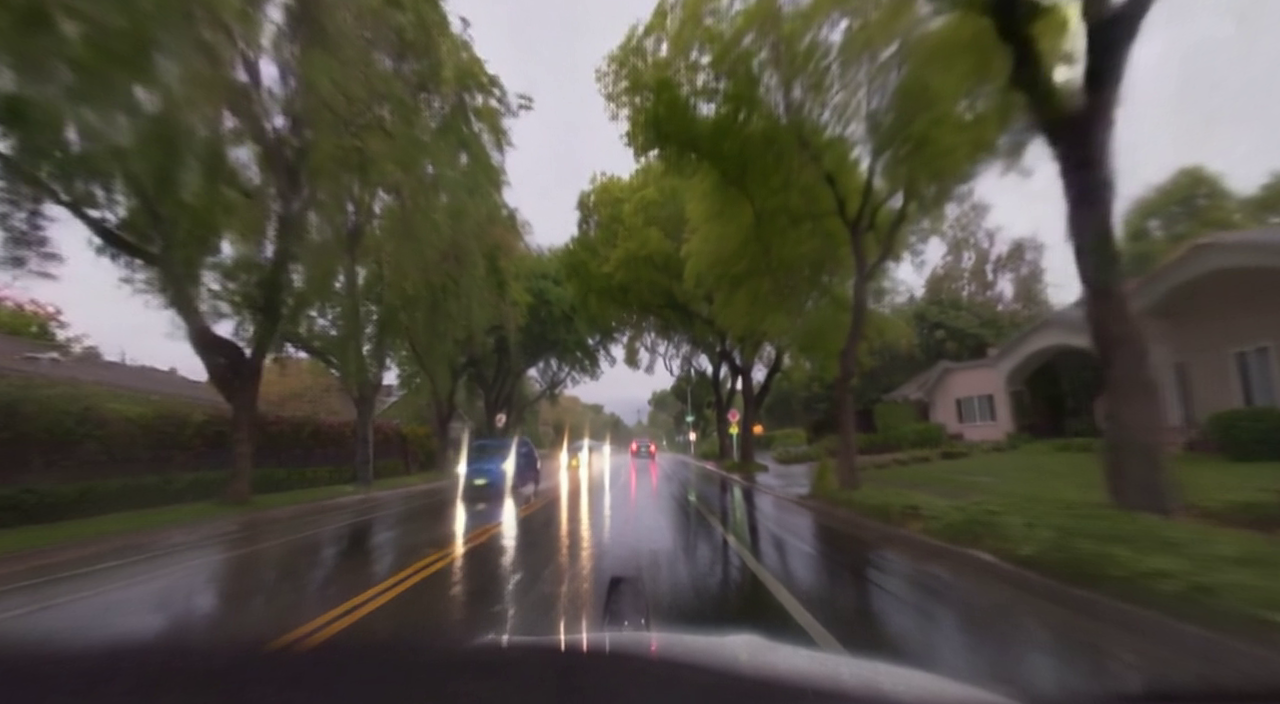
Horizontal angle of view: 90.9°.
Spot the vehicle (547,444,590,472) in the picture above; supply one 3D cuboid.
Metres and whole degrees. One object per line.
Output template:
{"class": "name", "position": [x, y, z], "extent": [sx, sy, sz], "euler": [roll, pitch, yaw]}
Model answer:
{"class": "vehicle", "position": [-4.055, 6.062, 36.195], "extent": [1.905, 1.510, 4.172], "euler": [0, -8, 1]}

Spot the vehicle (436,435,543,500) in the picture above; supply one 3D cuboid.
{"class": "vehicle", "position": [-4.351, 3.411, 19.007], "extent": [2.069, 1.707, 4.385], "euler": [0, -8, 1]}
